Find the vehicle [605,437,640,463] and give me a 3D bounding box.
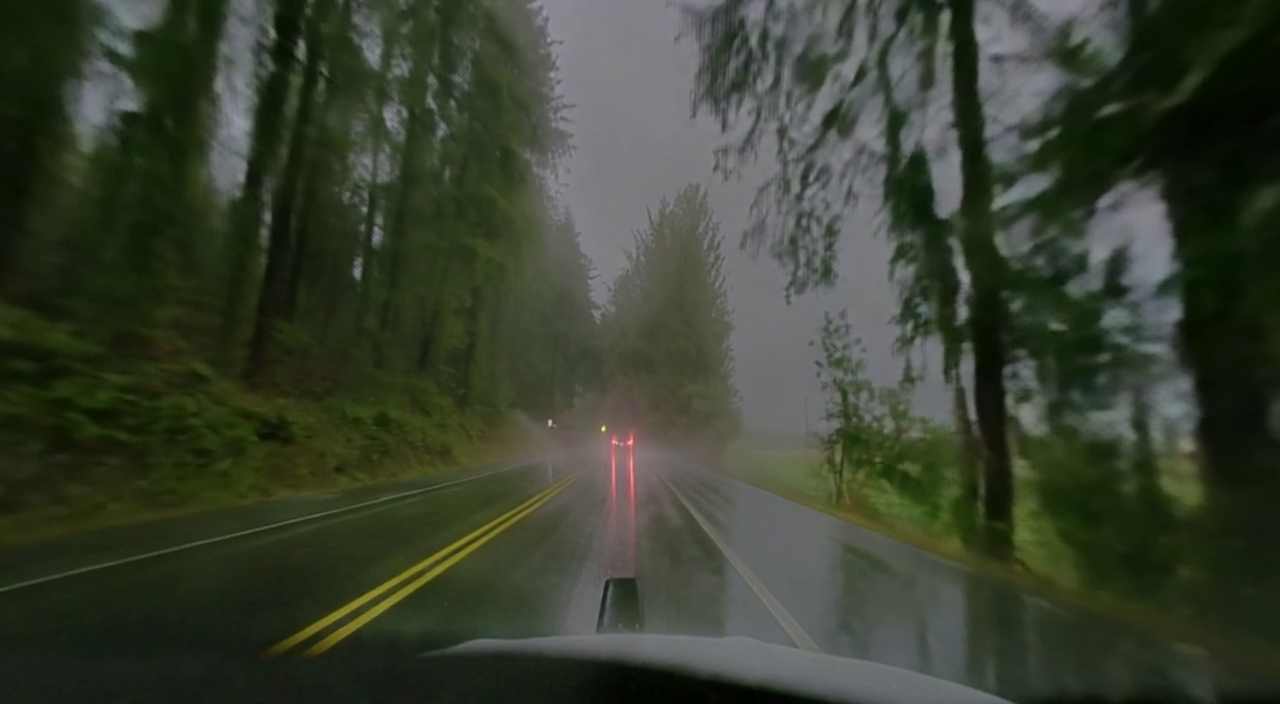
[{"bbox_3d":[-1.092,6.091,39.445,2.042,1.489,3.963,0,-8,-2],"label":"vehicle"}]
